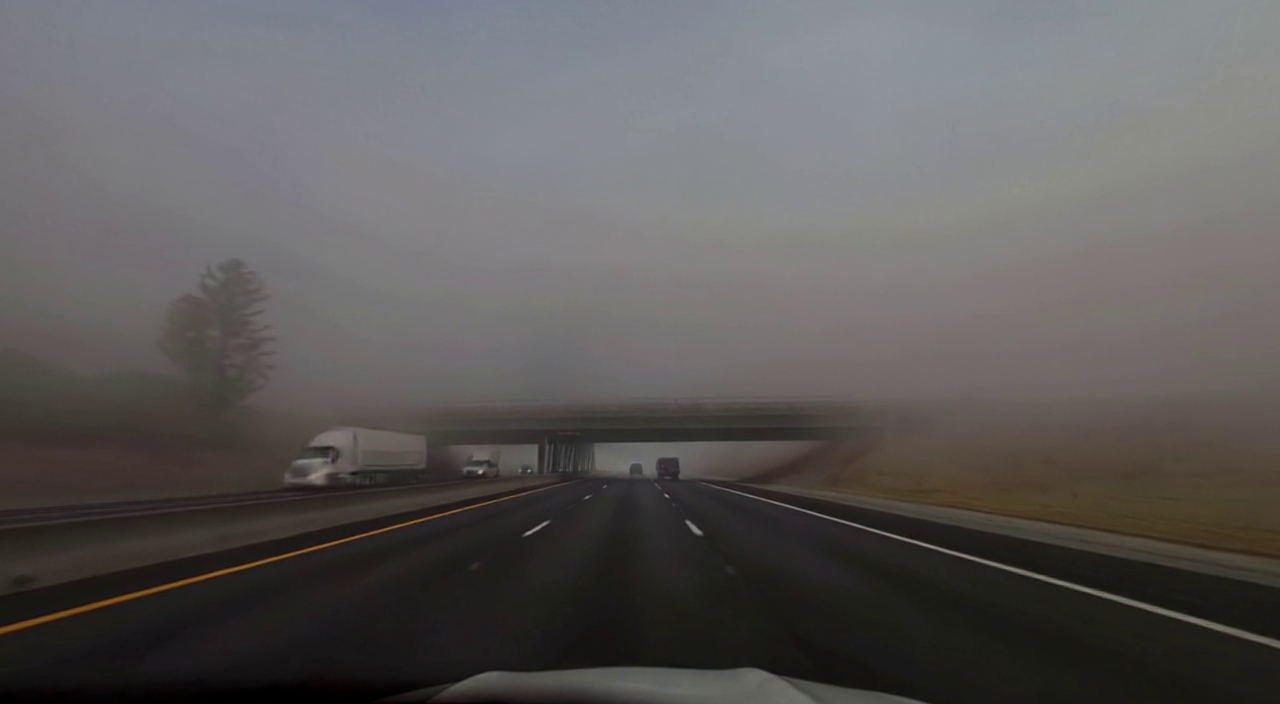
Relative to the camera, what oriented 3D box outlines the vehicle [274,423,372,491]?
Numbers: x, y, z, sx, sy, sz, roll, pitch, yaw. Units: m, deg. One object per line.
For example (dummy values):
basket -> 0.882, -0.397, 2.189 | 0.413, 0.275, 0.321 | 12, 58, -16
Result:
vehicle -> -20.021, 6.760, 40.286 | 2.955, 3.964, 5.878 | 1, -11, 0
